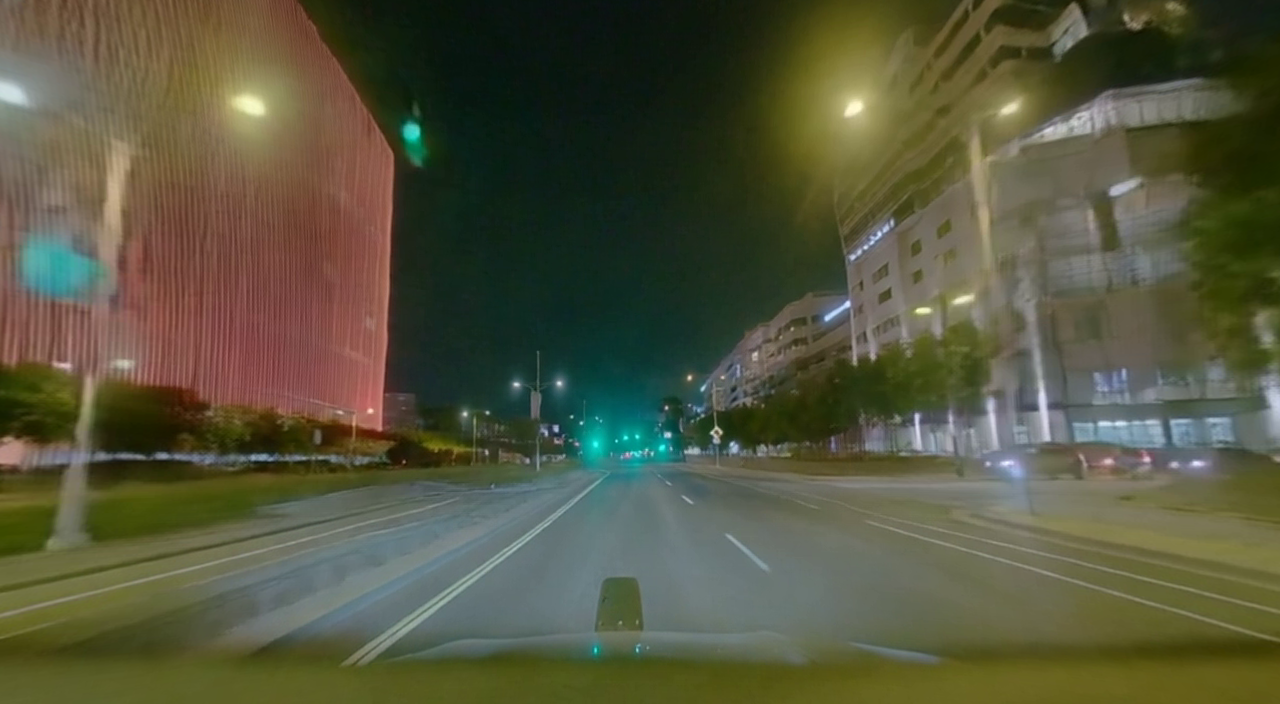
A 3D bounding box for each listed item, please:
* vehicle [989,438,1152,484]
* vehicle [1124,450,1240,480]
[{"bbox_3d":[21.507,5.431,31.756,6.615,1.967,2.328,-2,-8,-5],"label":"vehicle"},{"bbox_3d":[28.256,5.890,33.001,4.468,1.455,2.006,2,-10,-8],"label":"vehicle"}]
